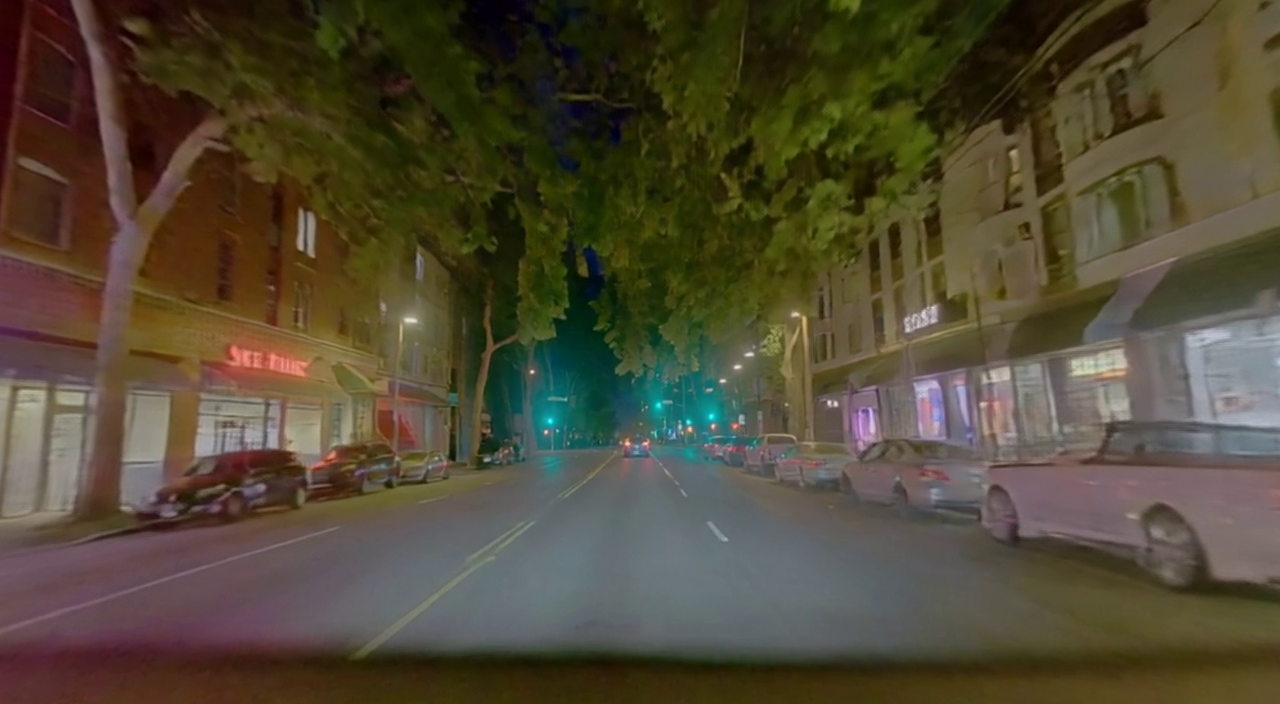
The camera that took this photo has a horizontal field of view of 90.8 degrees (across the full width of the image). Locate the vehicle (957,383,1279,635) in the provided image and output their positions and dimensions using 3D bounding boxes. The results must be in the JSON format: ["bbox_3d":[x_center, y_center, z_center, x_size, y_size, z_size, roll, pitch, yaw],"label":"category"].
[{"bbox_3d":[5.587,1.385,6.368,2.042,1.787,5.110,-1,-8,-1],"label":"vehicle"}]

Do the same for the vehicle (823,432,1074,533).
[{"bbox_3d":[5.415,2.345,12.137,2.163,1.484,5.019,0,-8,-2],"label":"vehicle"}]

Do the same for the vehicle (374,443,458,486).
[{"bbox_3d":[-10.082,5.058,28.962,1.988,1.718,5.661,0,-8,-2],"label":"vehicle"}]

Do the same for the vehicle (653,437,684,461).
[{"bbox_3d":[1.997,6.907,45.212,1.998,1.580,4.015,0,-8,-1],"label":"vehicle"}]

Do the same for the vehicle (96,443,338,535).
[{"bbox_3d":[-9.906,3.182,15.615,2.081,1.819,5.607,-1,-8,0],"label":"vehicle"}]

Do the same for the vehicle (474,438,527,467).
[{"bbox_3d":[-9.665,7.060,44.283,2.305,1.883,5.580,-1,-9,1],"label":"vehicle"}]

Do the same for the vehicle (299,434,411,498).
[{"bbox_3d":[-10.075,4.042,22.824,2.020,2.013,4.758,0,-8,-3],"label":"vehicle"}]
